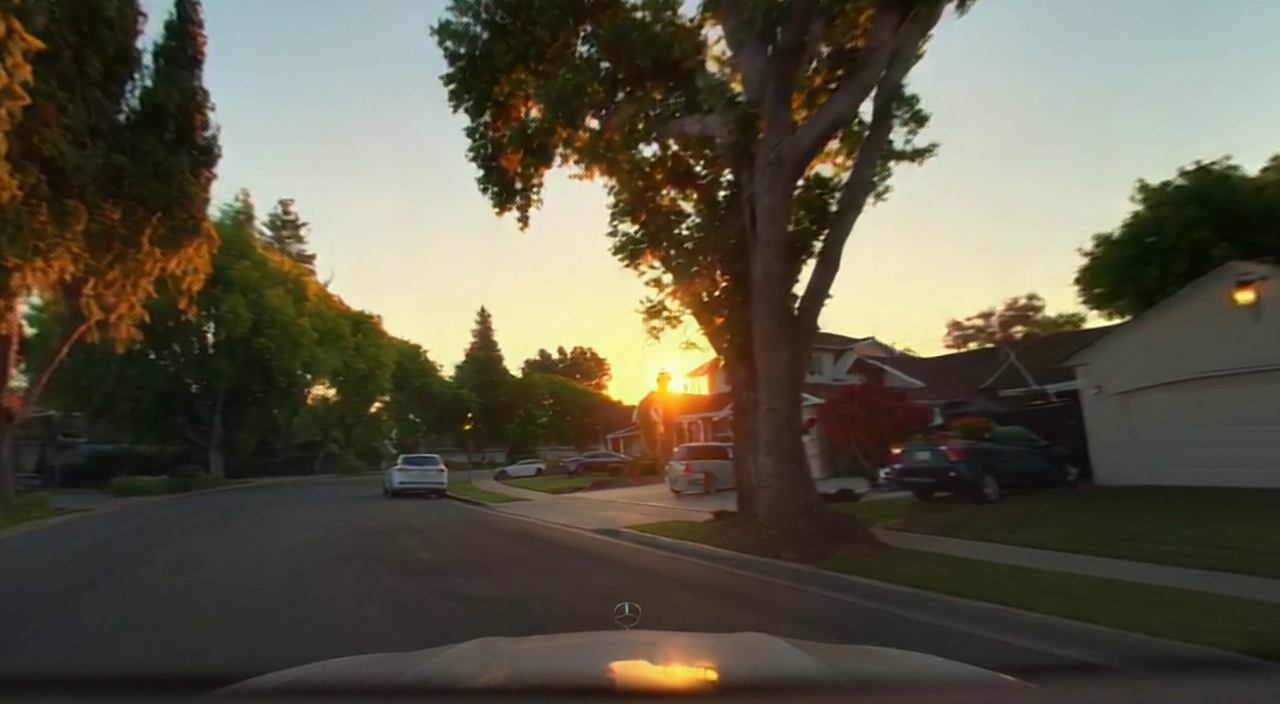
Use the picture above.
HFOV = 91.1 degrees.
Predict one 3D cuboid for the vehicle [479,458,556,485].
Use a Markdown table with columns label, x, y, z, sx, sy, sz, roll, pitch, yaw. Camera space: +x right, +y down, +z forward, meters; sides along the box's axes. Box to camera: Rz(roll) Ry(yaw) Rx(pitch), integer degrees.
| label | x | y | z | sx | sy | sz | roll | pitch | yaw |
| --- | --- | --- | --- | --- | --- | --- | --- | --- | --- |
| vehicle | -7.513 | 7.286 | 38.553 | 4.457 | 1.510 | 1.762 | 2 | -9 | -13 |

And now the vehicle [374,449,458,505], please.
| label | x | y | z | sx | sy | sz | roll | pitch | yaw |
| --- | --- | --- | --- | --- | --- | --- | --- | --- | --- |
| vehicle | -8.415 | 4.535 | 23.345 | 2.163 | 1.760 | 4.591 | 5 | -10 | -28 |
